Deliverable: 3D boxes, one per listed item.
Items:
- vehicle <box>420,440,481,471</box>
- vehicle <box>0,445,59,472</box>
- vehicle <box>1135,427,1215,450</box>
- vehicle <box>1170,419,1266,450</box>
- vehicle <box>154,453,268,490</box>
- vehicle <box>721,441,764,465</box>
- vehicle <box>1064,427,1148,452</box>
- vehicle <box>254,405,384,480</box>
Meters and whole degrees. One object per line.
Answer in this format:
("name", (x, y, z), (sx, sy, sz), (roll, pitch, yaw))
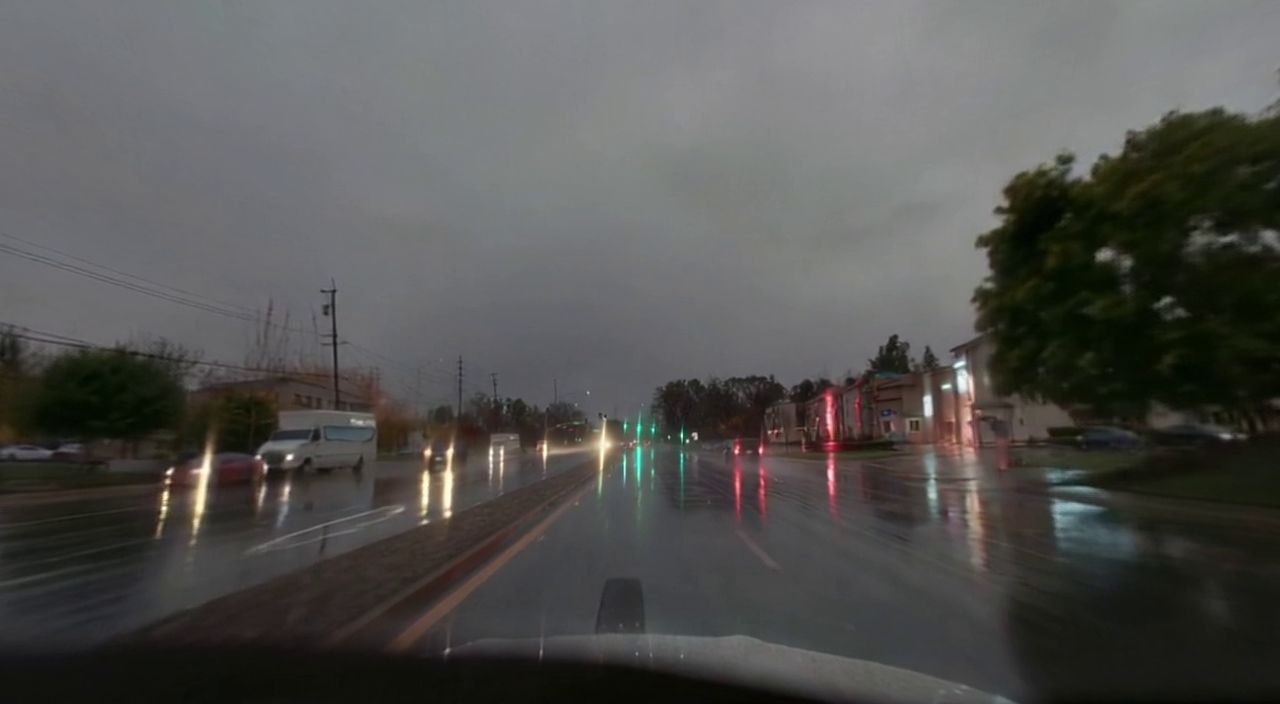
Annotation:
("vehicle", (-11.540, 6.330, 38.812), (2.134, 1.806, 4.843), (0, -9, 1))
("vehicle", (-47.871, 8.099, 48.277), (1.964, 1.982, 4.613), (-6, -11, 36))
("vehicle", (34.592, 5.639, 41.003), (1.756, 1.443, 4.032), (0, -8, 2))
("vehicle", (37.365, 5.415, 41.007), (1.996, 1.893, 4.413), (0, -8, 1))
("vehicle", (-18.938, 5.269, 28.178), (1.950, 1.464, 4.414), (0, -9, 0))
("vehicle", (6.606, 6.563, 41.224), (1.916, 1.437, 4.327), (0, -9, -2))
("vehicle", (29.840, 5.703, 40.681), (1.796, 1.485, 4.667), (-1, -9, 0))
("vehicle", (-18.725, 5.431, 37.750), (2.982, 3.900, 8.593), (0, -9, 1))
